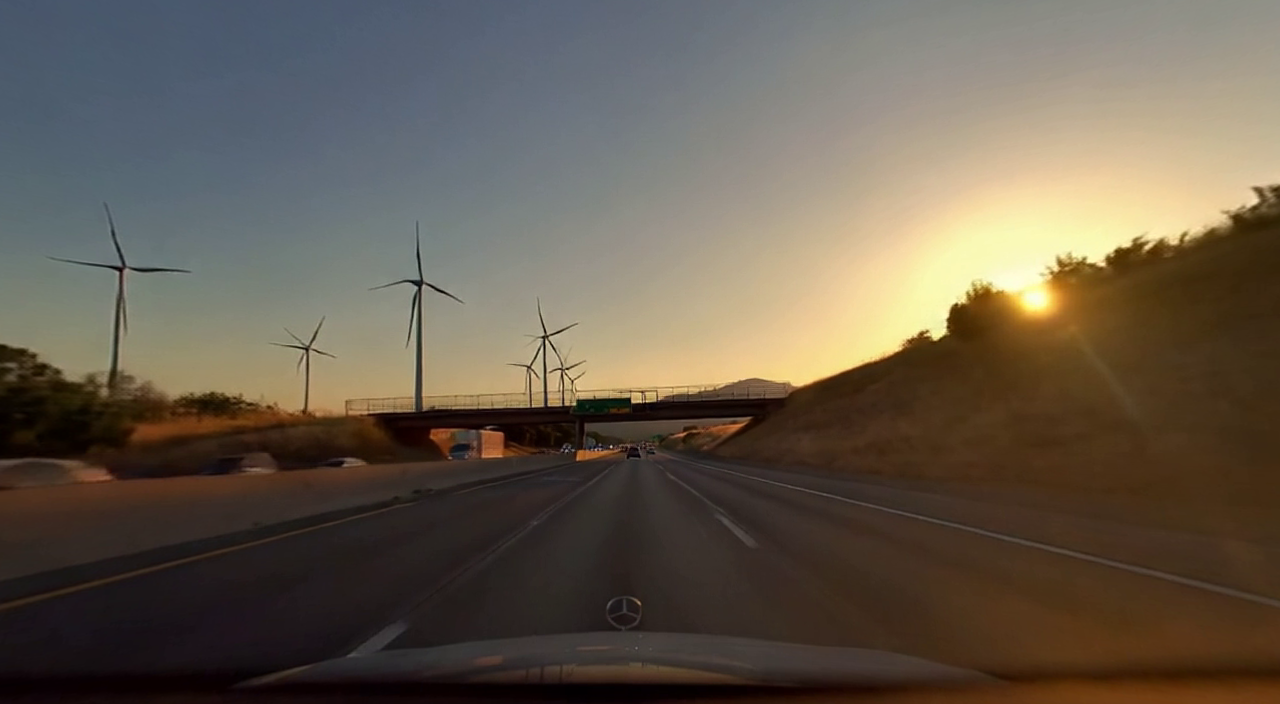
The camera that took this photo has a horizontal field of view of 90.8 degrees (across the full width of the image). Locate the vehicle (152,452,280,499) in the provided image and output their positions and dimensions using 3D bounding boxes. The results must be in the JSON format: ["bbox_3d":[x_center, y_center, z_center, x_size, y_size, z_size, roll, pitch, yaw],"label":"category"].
[{"bbox_3d":[-15.895,4.610,23.970,1.912,1.565,4.242,0,-9,0],"label":"vehicle"}]

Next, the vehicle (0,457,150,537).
[{"bbox_3d":[-12.237,2.808,12.613,1.839,1.359,3.813,0,-9,-1],"label":"vehicle"}]
